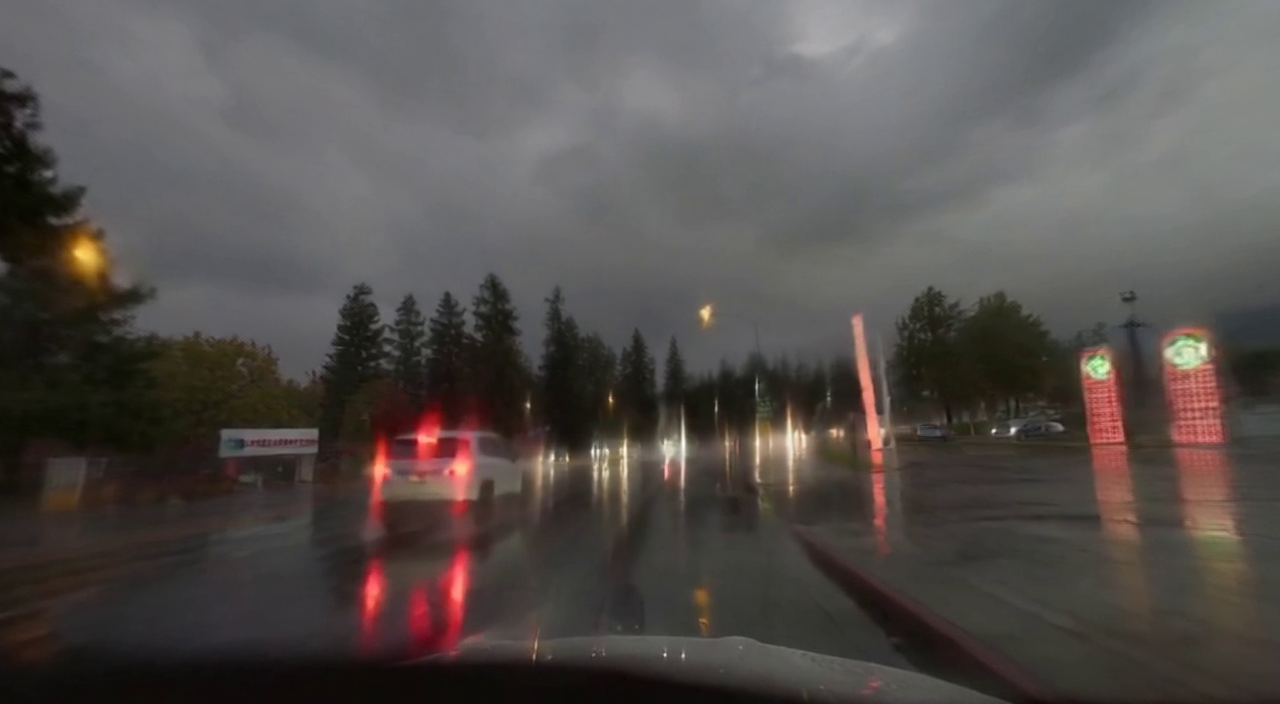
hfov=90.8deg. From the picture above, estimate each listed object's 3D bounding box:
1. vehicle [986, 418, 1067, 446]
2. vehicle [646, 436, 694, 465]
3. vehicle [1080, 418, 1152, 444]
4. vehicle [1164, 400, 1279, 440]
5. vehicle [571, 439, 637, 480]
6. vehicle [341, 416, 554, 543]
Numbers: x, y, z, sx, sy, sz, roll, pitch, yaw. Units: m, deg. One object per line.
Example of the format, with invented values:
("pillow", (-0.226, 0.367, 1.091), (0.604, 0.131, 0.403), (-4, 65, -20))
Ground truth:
("vehicle", (26.047, 5.434, 42.566), (4.982, 1.789, 2.303), (4, -10, -28))
("vehicle", (2.084, 6.605, 42.556), (2.167, 1.832, 4.679), (-2, -9, 16))
("vehicle", (29.071, 4.854, 38.530), (4.106, 1.450, 1.901), (5, -10, -29))
("vehicle", (28.841, 3.342, 30.594), (1.910, 1.652, 4.755), (3, -10, -30))
("vehicle", (-1.506, 4.730, 28.163), (2.002, 1.664, 4.113), (-2, -9, 10))
("vehicle", (-3.235, 2.258, 11.841), (2.168, 1.783, 4.695), (-4, -9, 5))
